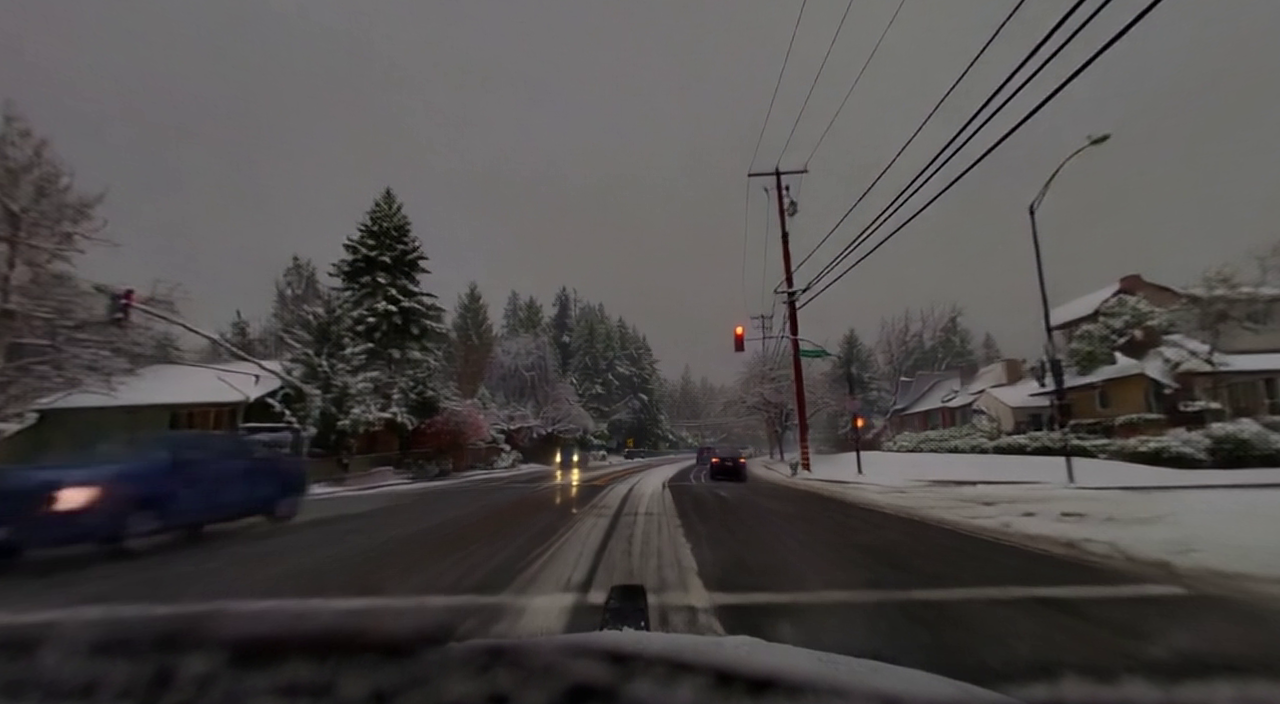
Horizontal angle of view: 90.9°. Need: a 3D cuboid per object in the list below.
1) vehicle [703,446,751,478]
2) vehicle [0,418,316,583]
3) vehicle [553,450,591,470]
[{"bbox_3d":[4.382,5.588,32.272,1.951,1.479,4.487,0,-8,2],"label":"vehicle"},{"bbox_3d":[-6.823,1.910,8.987,1.959,1.741,4.393,0,-8,1],"label":"vehicle"},{"bbox_3d":[-5.176,8.242,48.315,1.985,1.463,4.294,-1,-8,7],"label":"vehicle"}]
